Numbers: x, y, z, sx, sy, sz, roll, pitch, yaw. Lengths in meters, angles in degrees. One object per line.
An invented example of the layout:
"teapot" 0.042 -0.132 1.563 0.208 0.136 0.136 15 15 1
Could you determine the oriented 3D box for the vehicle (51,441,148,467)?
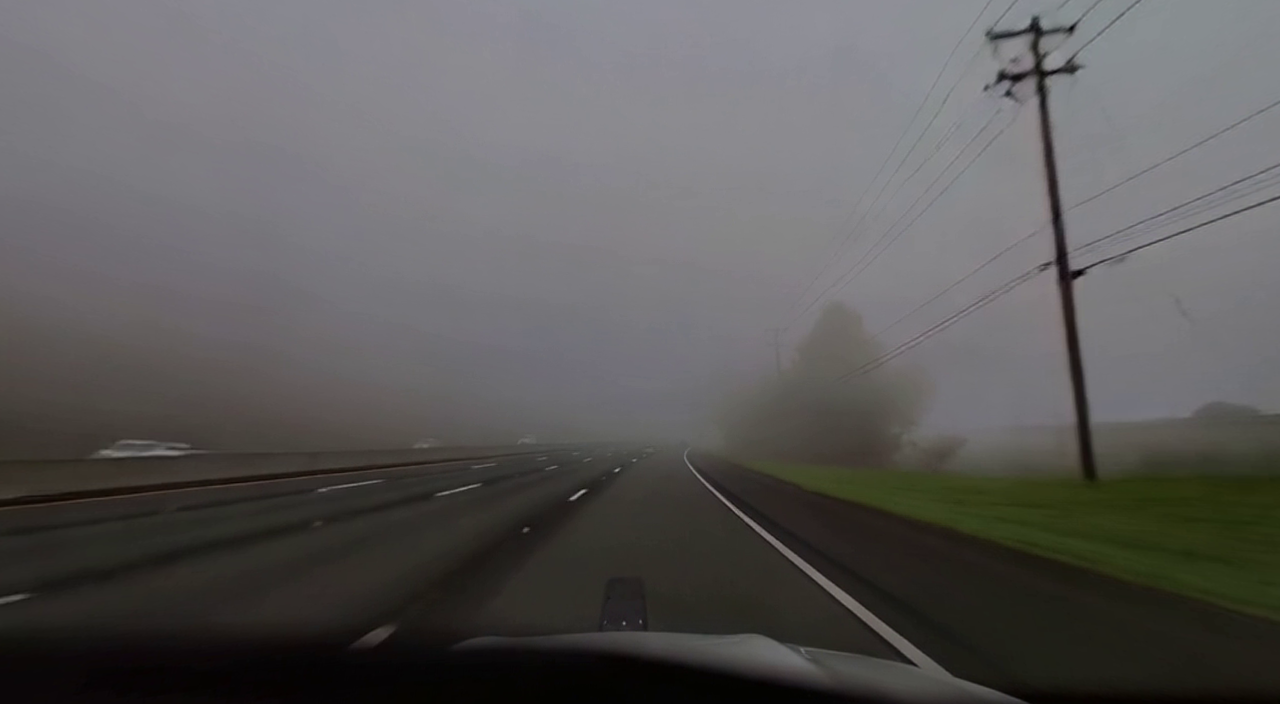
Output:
"vehicle" -32.622 6.177 38.235 1.806 1.451 4.457 0 -9 3
